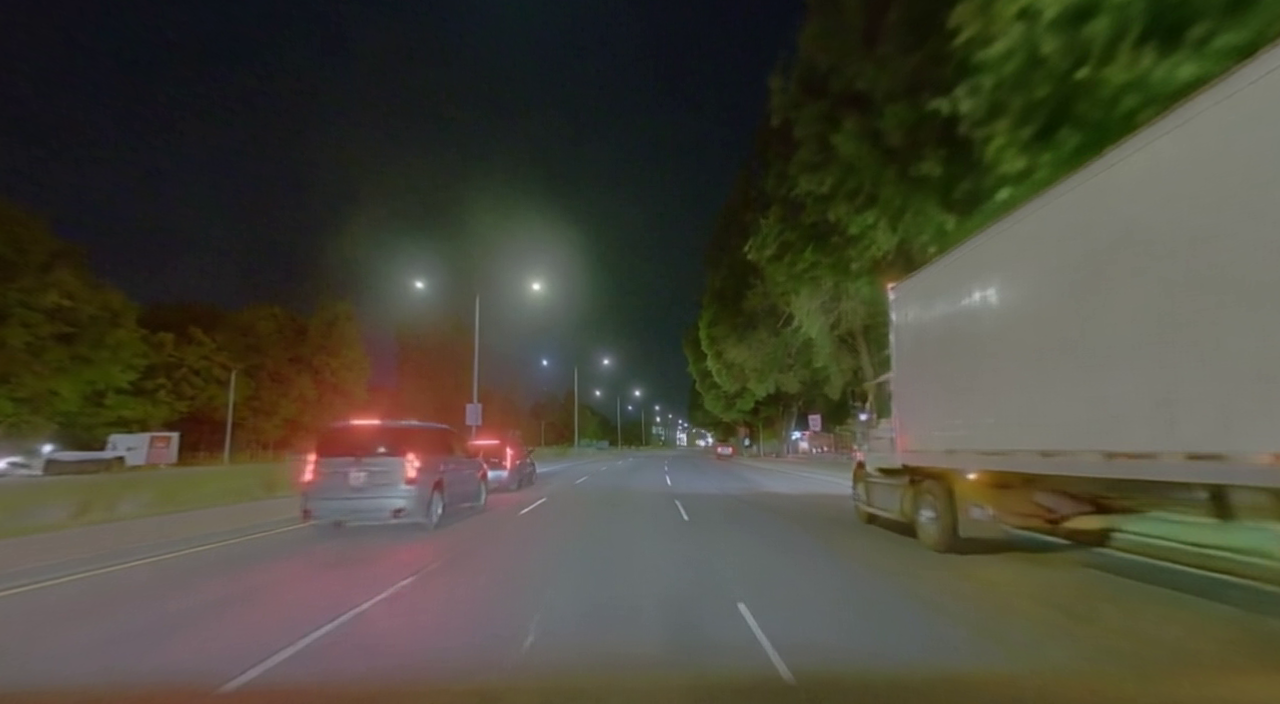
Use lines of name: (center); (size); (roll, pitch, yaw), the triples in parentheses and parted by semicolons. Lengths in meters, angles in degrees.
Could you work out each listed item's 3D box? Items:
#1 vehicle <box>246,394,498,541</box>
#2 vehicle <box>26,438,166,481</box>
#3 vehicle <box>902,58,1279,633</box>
vehicle: (-4.458, 2.065, 11.940); (2.270, 2.068, 5.865); (0, -9, -1)
vehicle: (-28.966, 5.814, 33.916); (5.368, 2.121, 1.960); (8, -13, -37)
vehicle: (6.092, 0.210, 6.285); (2.981, 4.106, 8.794); (0, -9, -1)
